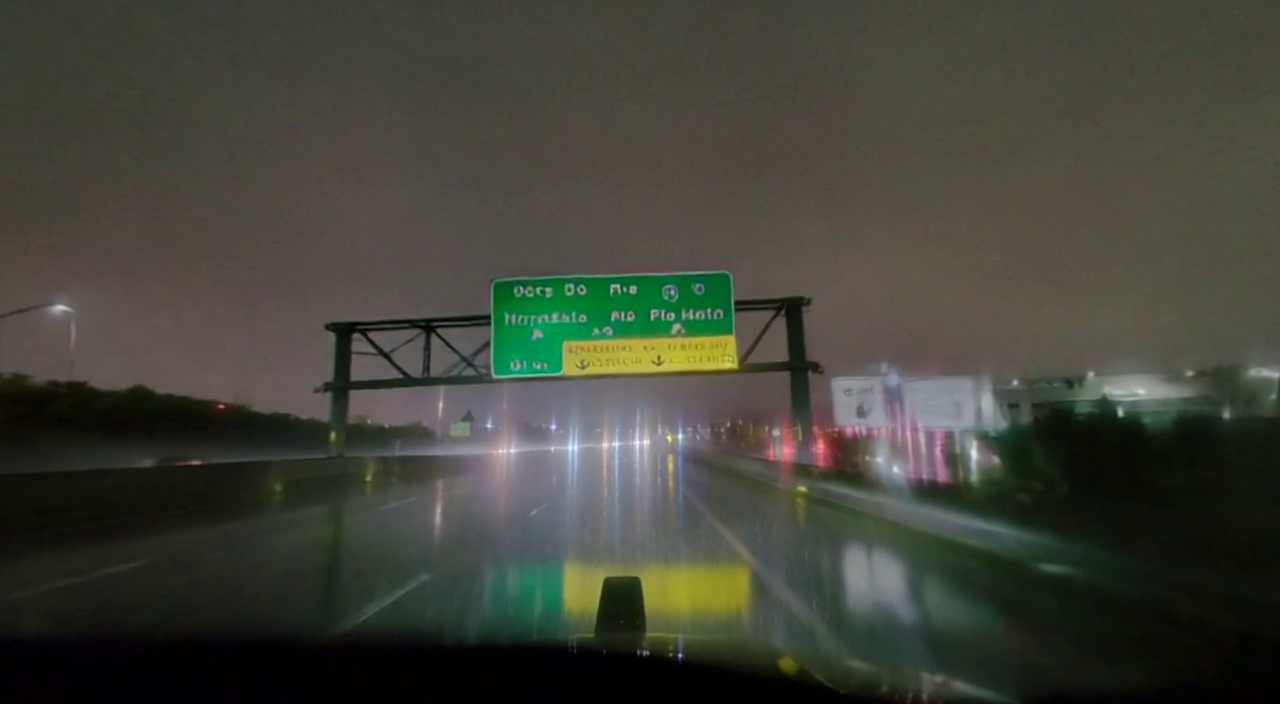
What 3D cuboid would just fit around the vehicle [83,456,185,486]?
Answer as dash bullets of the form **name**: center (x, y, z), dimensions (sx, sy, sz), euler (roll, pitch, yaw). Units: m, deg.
- **vehicle**: center (-29.897, 7.015, 37.442), dimensions (1.993, 1.565, 4.728), euler (-1, -9, 2)
